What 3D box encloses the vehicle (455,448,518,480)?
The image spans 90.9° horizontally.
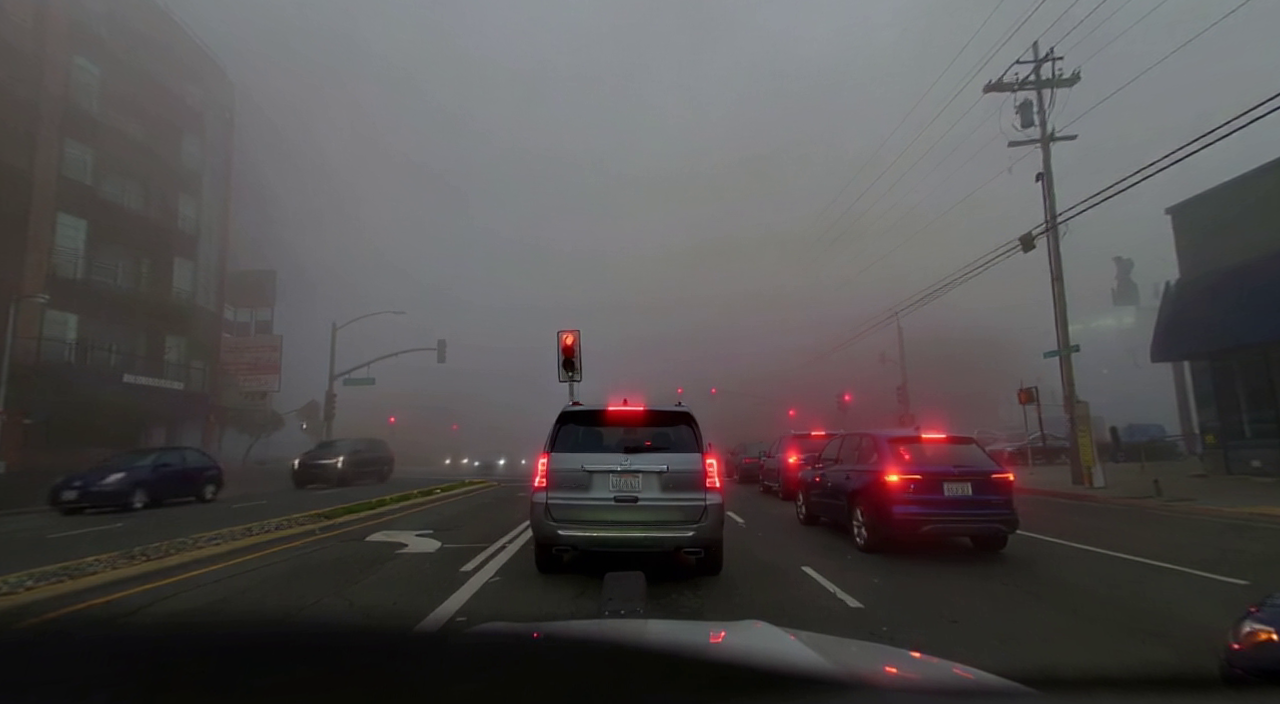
[{"bbox_3d":[-7.762,5.685,32.343,1.930,1.484,4.252,-1,-8,3],"label":"vehicle"}]

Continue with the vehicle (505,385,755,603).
[{"bbox_3d":[-0.003,1.537,7.678,2.154,1.861,4.280,0,-8,2],"label":"vehicle"}]

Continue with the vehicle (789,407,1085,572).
[{"bbox_3d":[3.624,1.757,8.821,2.036,1.719,4.318,0,-8,0],"label":"vehicle"}]

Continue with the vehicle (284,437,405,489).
[{"bbox_3d":[-11.696,4.406,25.503,2.224,1.840,5.290,0,-8,2],"label":"vehicle"}]

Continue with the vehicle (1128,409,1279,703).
[{"bbox_3d":[3.368,0.730,0.811,1.884,1.484,4.609,0,-8,2],"label":"vehicle"}]

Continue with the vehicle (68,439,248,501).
[{"bbox_3d":[-15.100,3.675,20.201,2.102,1.737,4.570,0,-8,1],"label":"vehicle"}]
